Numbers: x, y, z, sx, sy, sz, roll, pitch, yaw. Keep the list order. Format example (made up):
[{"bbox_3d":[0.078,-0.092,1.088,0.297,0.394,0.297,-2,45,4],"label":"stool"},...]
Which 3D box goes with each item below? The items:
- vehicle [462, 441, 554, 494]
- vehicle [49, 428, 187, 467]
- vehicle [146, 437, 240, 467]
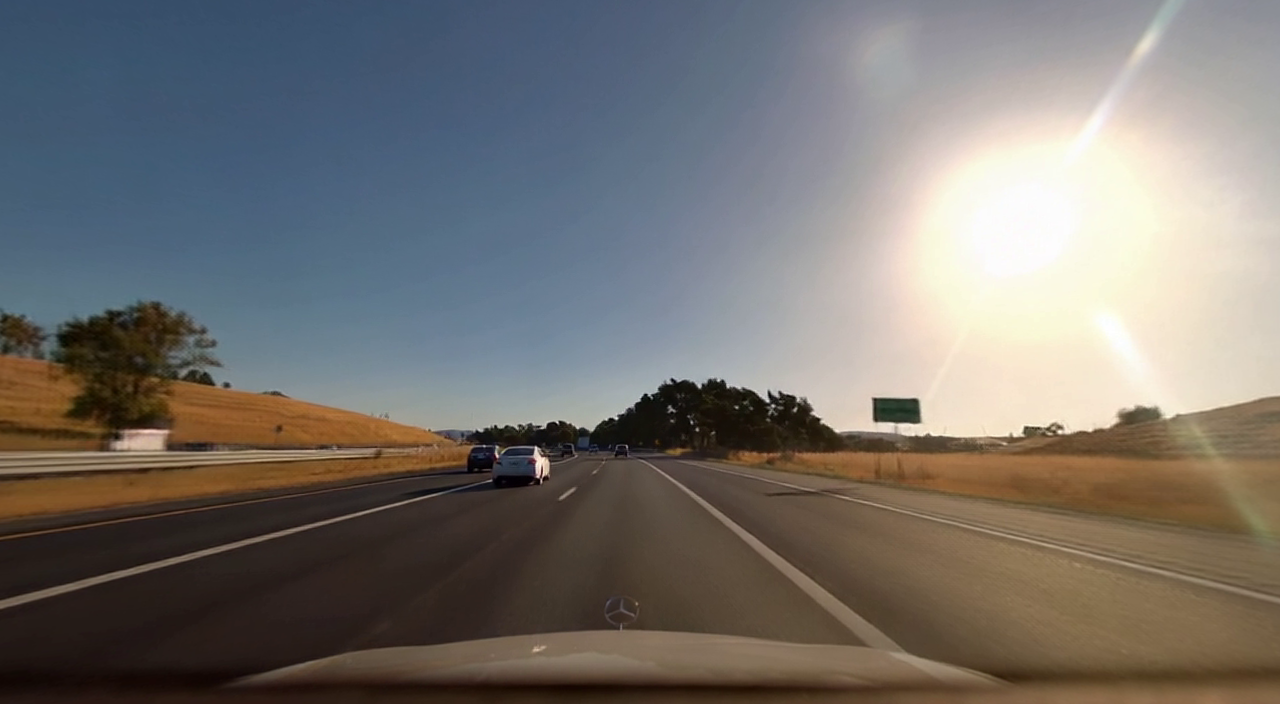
[{"bbox_3d":[-4.164,3.712,20.743,2.073,1.516,4.478,0,-9,0],"label":"vehicle"},{"bbox_3d":[-29.223,5.413,35.779,2.609,2.014,6.121,0,-9,-1],"label":"vehicle"},{"bbox_3d":[-25.498,5.735,36.275,1.940,1.597,4.711,0,-9,-1],"label":"vehicle"}]
